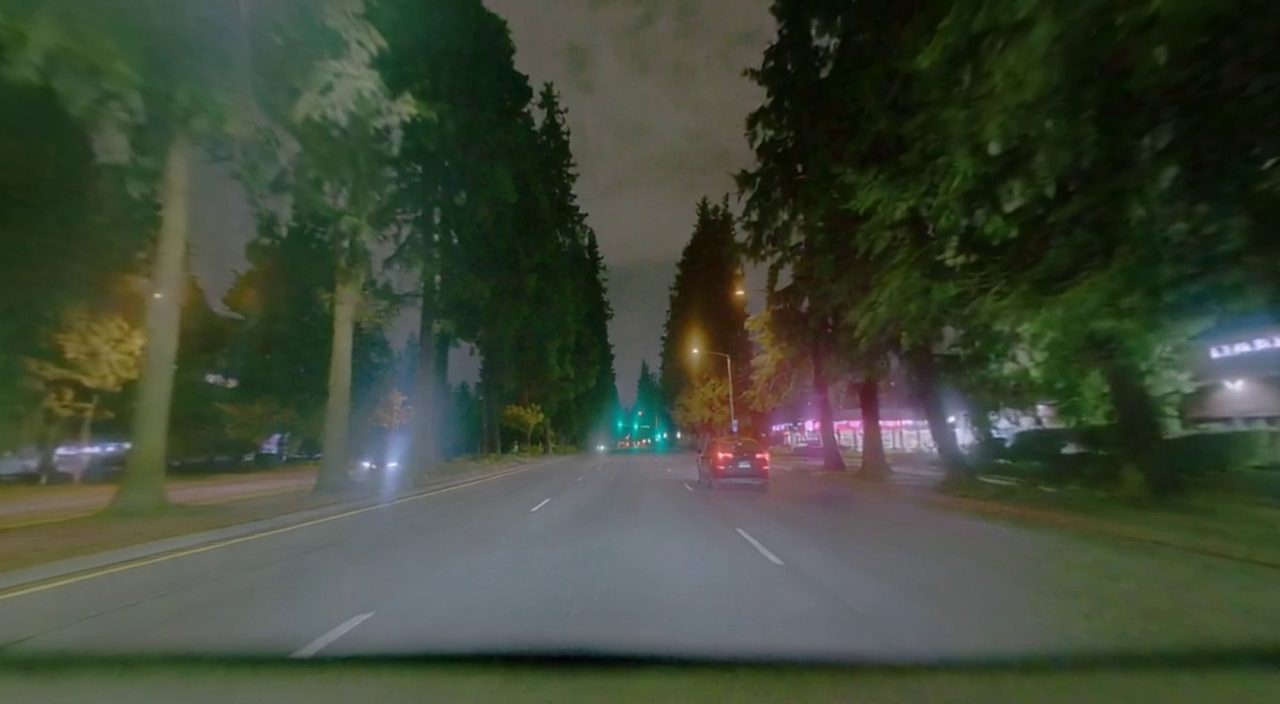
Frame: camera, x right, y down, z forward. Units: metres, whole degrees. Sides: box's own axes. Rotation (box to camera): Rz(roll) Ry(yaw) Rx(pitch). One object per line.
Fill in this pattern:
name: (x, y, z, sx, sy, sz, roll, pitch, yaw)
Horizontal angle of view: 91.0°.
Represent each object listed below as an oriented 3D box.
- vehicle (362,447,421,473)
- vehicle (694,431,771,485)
vehicle: (-16.367, 7.115, 41.716, 1.934, 1.497, 4.745, 0, -8, 1)
vehicle: (3.261, 3.818, 23.060, 2.083, 1.743, 4.354, 0, -8, -1)
